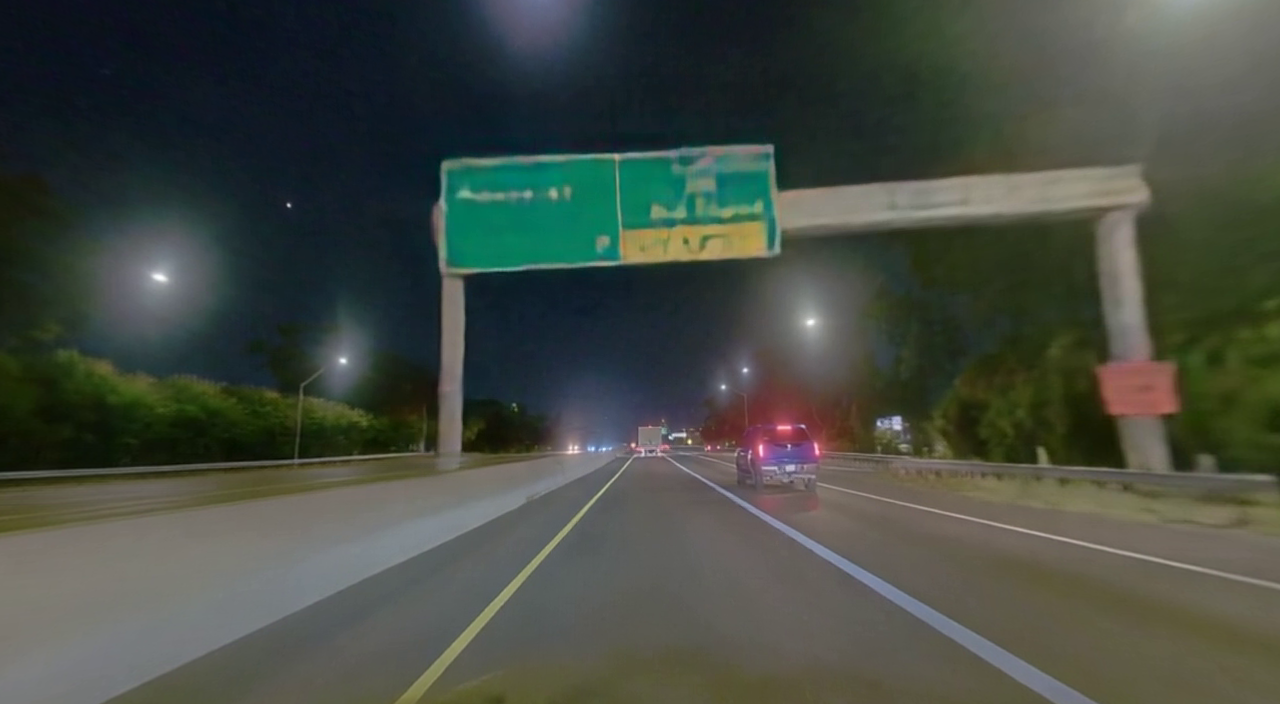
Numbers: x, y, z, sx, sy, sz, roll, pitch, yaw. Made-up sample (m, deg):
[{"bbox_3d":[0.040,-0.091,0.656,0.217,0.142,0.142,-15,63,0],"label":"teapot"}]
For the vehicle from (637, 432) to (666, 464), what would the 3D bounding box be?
[{"bbox_3d":[0.884,7.372,48.570,2.099,2.260,4.899,0,-8,0],"label":"vehicle"}]

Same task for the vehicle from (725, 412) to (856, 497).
[{"bbox_3d":[4.251,3.056,19.105,2.594,2.155,5.670,-1,-8,1],"label":"vehicle"}]
